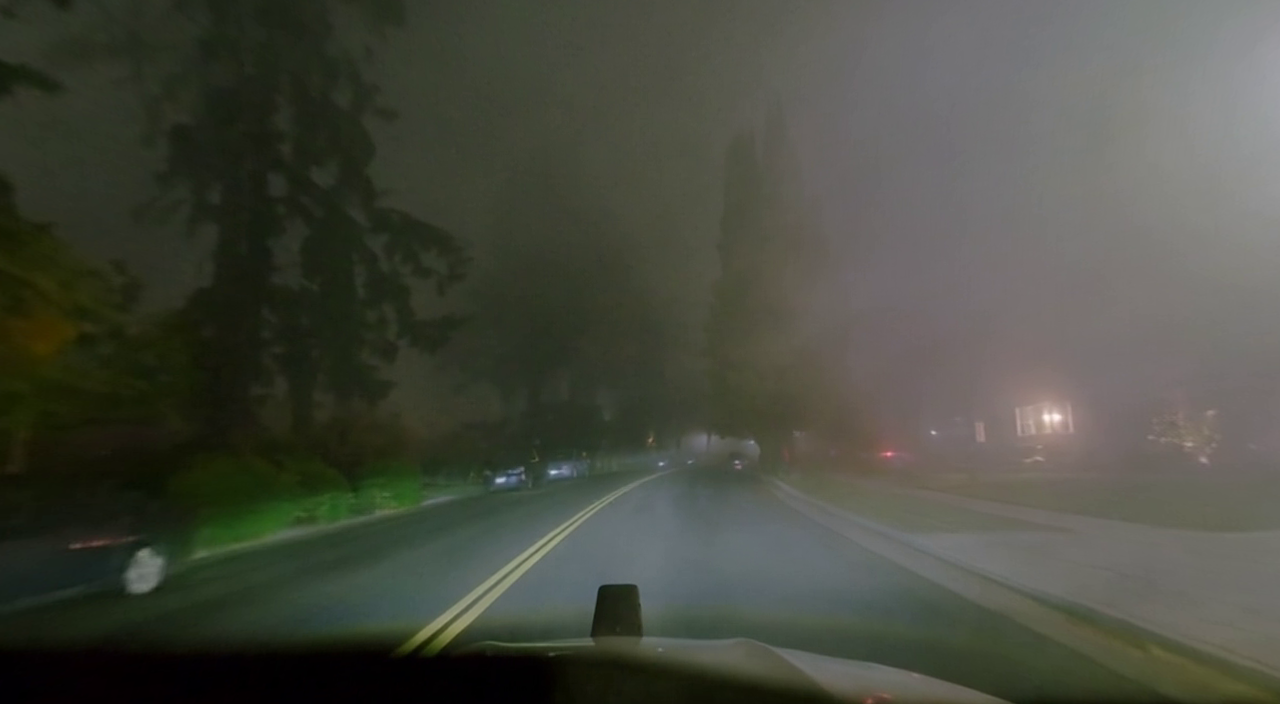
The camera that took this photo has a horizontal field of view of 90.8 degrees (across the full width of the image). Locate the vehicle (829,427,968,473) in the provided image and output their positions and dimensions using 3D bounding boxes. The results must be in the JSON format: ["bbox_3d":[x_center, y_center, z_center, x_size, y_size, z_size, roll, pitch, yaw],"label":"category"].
[{"bbox_3d":[11.382,4.386,28.234,5.325,1.939,2.150,-2,-9,11],"label":"vehicle"}]

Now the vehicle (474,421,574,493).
[{"bbox_3d":[-4.511,4.442,25.741,2.334,2.126,6.444,-5,-15,5],"label":"vehicle"}]

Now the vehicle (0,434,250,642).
[{"bbox_3d":[-5.936,1.718,5.809,2.005,1.557,4.172,-3,-14,0],"label":"vehicle"}]

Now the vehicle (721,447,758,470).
[{"bbox_3d":[6.589,6.948,41.475,1.948,1.408,4.345,-3,-9,14],"label":"vehicle"}]
